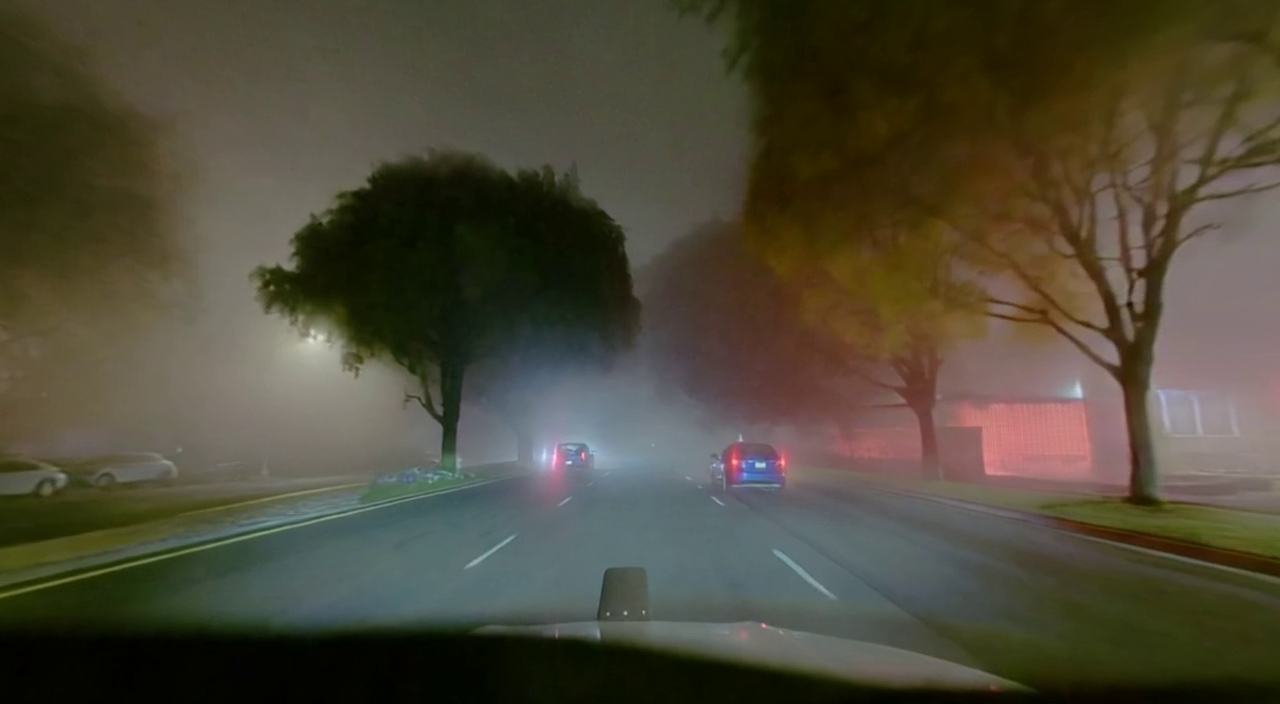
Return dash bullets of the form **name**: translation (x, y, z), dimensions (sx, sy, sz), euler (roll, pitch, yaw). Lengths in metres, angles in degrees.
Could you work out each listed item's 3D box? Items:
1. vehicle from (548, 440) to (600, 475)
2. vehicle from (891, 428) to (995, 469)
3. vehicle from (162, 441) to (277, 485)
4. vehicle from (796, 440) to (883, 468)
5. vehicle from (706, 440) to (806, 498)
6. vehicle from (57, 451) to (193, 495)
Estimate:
- **vehicle**: translation (-3.254, 5.315, 32.079), dimensions (2.113, 1.626, 4.129), euler (0, -8, 1)
- **vehicle**: translation (16.794, 5.369, 35.344), dimensions (2.160, 2.093, 5.795), euler (1, -8, -10)
- **vehicle**: translation (-22.259, 5.871, 33.707), dimensions (2.255, 2.117, 5.319), euler (-1, -8, 3)
- **vehicle**: translation (13.962, 7.148, 44.290), dimensions (5.342, 1.867, 2.147), euler (1, -8, -7)
- **vehicle**: translation (3.227, 3.343, 18.524), dimensions (2.083, 1.474, 4.360), euler (0, -8, -1)
- **vehicle**: translation (-22.267, 5.227, 27.567), dimensions (1.887, 1.669, 4.753), euler (0, -8, 1)
